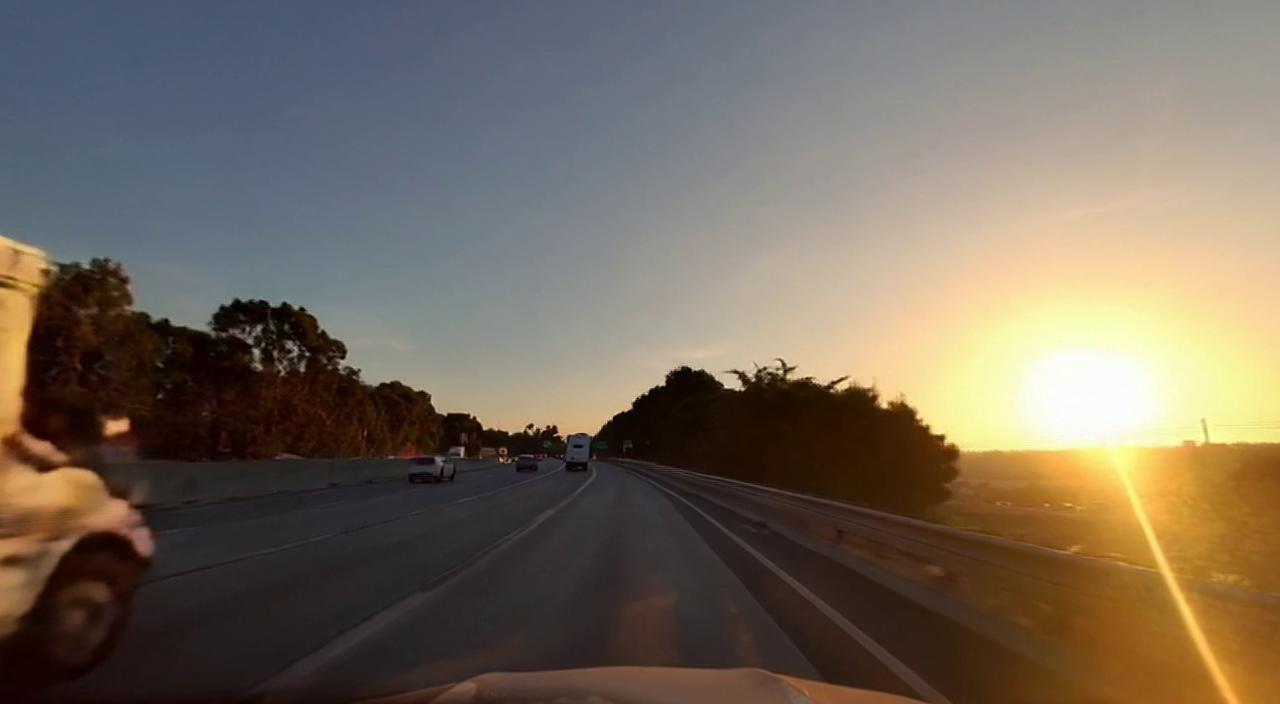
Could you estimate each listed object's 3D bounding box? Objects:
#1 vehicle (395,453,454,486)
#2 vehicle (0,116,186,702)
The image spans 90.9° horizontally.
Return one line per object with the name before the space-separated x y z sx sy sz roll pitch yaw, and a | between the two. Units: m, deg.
vehicle | -12.830 7.000 37.816 2.005 1.774 4.610 0 -9 -2
vehicle | -4.543 -0.172 0.568 2.542 2.965 7.637 -1 -10 0
